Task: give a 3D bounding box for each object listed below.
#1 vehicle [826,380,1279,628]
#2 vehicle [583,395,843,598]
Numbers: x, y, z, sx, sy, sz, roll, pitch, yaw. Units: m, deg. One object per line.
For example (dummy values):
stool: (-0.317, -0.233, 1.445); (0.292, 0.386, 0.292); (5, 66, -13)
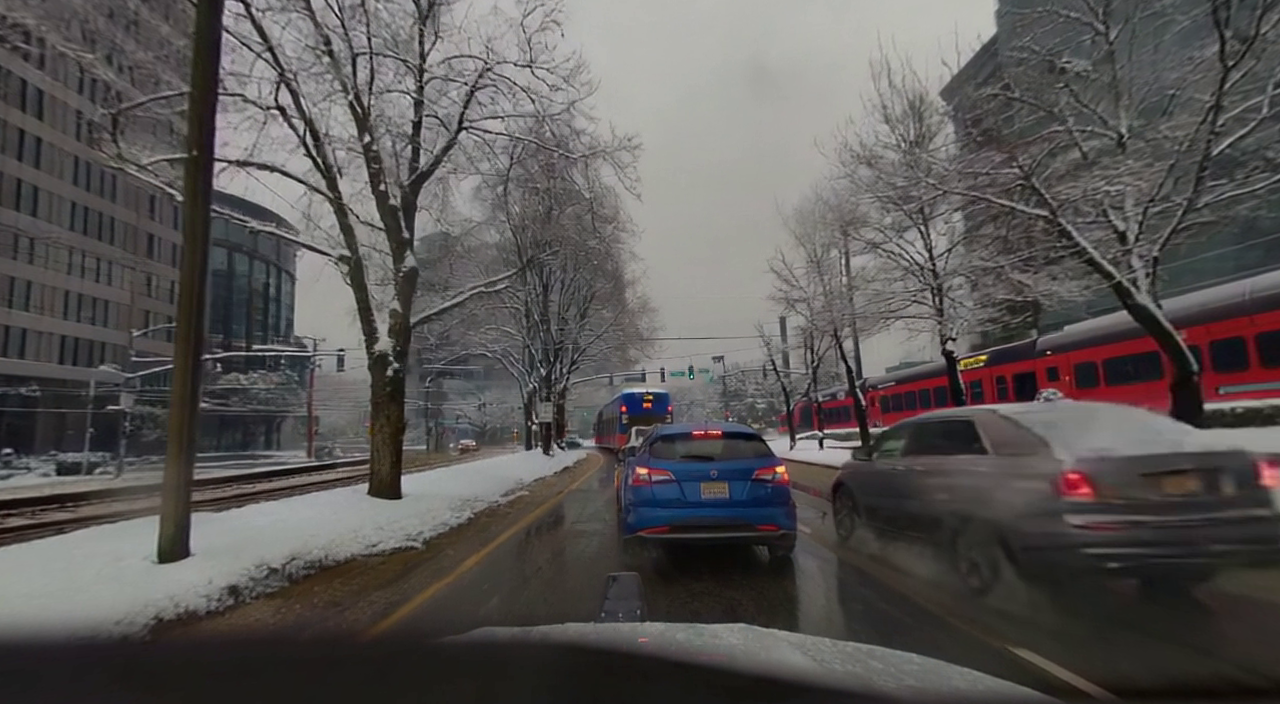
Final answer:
vehicle: (3.868, 1.400, 6.782); (2.212, 1.709, 4.715); (0, -9, -1)
vehicle: (0.505, 1.515, 7.405); (2.190, 1.684, 4.084); (0, -9, -3)
